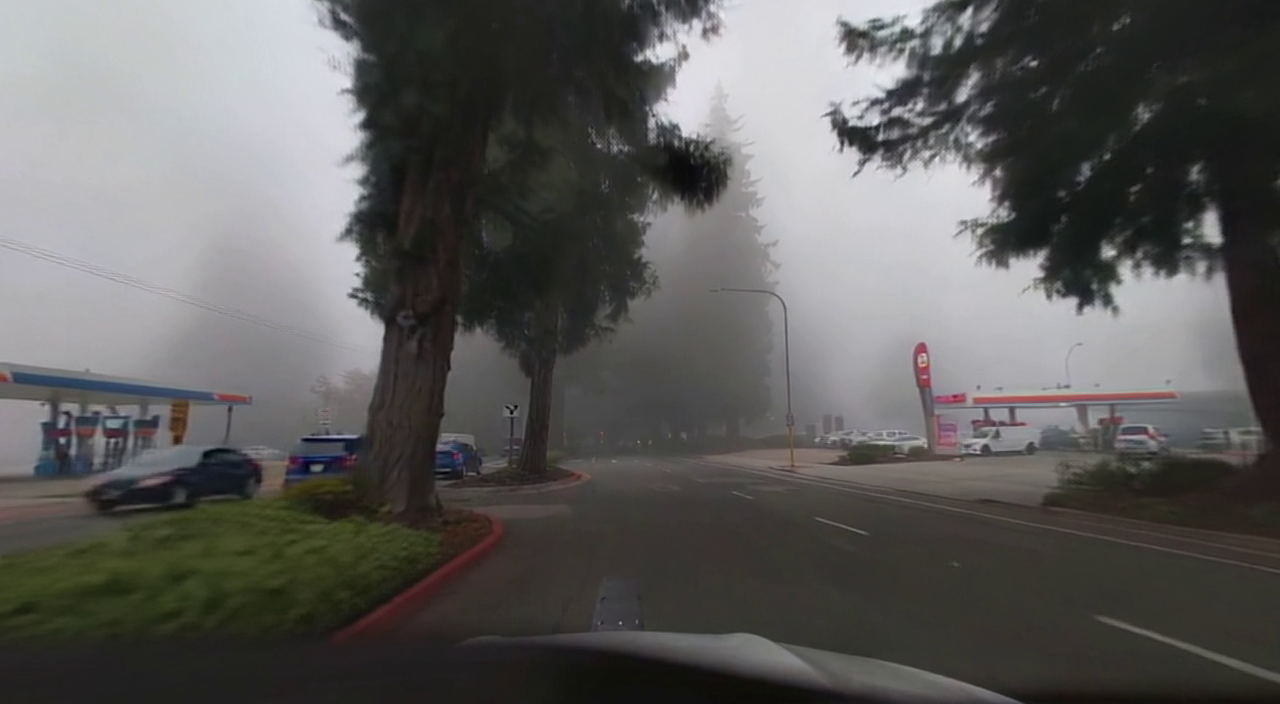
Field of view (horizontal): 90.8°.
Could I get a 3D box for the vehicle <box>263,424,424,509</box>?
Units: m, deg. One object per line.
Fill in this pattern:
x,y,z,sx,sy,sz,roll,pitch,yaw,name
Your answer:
-7.001,2.740,15.575,1.987,1.747,4.545,0,-9,-4,vehicle

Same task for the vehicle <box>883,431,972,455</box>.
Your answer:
18.658,5.941,41.156,4.800,1.459,2.051,1,-9,-5,vehicle

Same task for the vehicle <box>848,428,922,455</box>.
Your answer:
17.754,6.485,45.921,4.422,1.586,1.990,-4,-6,-2,vehicle

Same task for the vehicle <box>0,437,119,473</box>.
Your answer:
-28.872,5.048,31.200,4.390,1.665,1.934,4,-10,-27,vehicle

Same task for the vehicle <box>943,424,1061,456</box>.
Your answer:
19.004,4.665,33.370,4.868,1.610,2.223,0,-9,-2,vehicle

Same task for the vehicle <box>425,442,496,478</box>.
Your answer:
-7.841,4.733,28.012,1.982,1.465,4.376,0,-9,-2,vehicle

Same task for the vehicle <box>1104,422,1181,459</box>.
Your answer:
21.445,3.800,26.889,4.557,1.434,1.916,8,-12,-44,vehicle

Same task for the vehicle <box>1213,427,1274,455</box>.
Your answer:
32.638,4.833,34.246,1.894,1.434,4.308,-7,-11,38,vehicle

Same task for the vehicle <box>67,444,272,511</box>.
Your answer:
-11.791,3.129,16.334,1.950,1.471,4.557,0,-9,-3,vehicle
